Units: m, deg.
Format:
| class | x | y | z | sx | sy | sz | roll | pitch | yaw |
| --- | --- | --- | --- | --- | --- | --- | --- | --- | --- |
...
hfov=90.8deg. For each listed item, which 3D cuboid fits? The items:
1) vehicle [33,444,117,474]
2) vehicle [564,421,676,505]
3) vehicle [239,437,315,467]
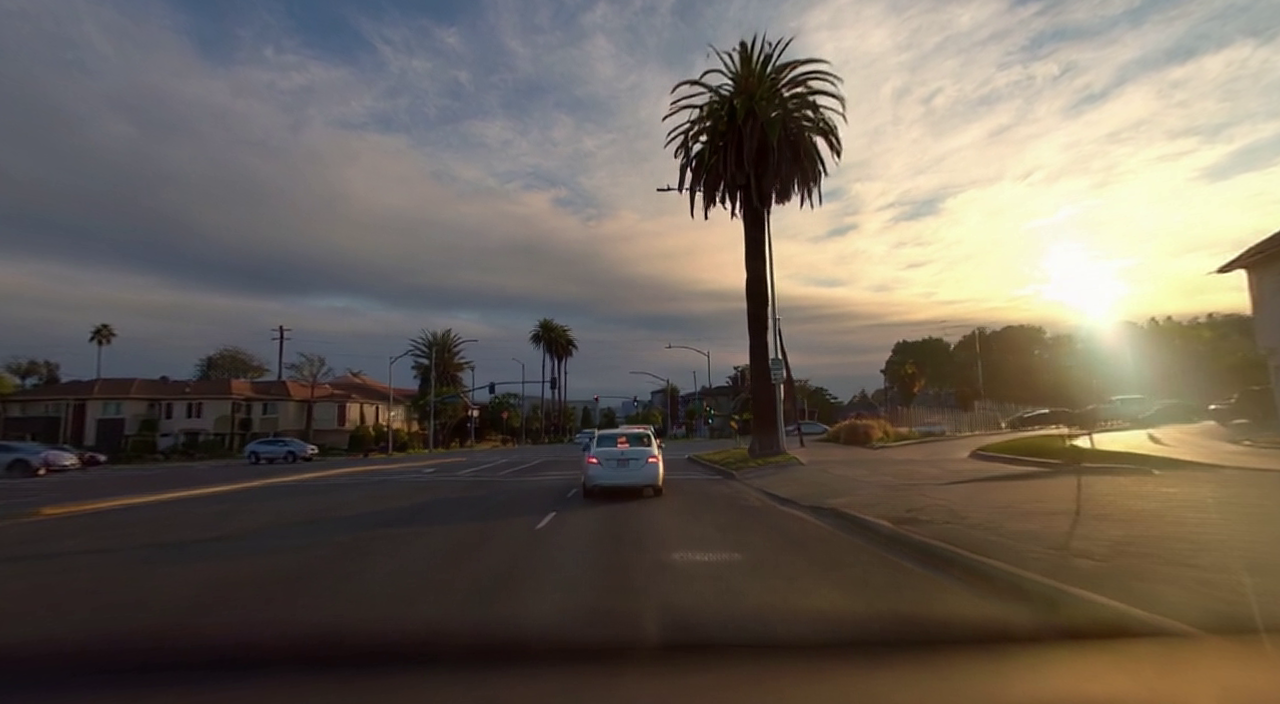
| class | x | y | z | sx | sy | sz | roll | pitch | yaw |
| --- | --- | --- | --- | --- | --- | --- | --- | --- | --- |
| vehicle | -36.200 | 6.809 | 40.615 | 1.757 | 1.803 | 4.000 | 0 | -8 | -2 |
| vehicle | -0.358 | 2.324 | 13.617 | 2.060 | 1.526 | 3.859 | 0 | -8 | 0 |
| vehicle | -22.894 | 6.306 | 40.093 | 1.990 | 1.752 | 4.673 | 0 | -8 | 0 |
